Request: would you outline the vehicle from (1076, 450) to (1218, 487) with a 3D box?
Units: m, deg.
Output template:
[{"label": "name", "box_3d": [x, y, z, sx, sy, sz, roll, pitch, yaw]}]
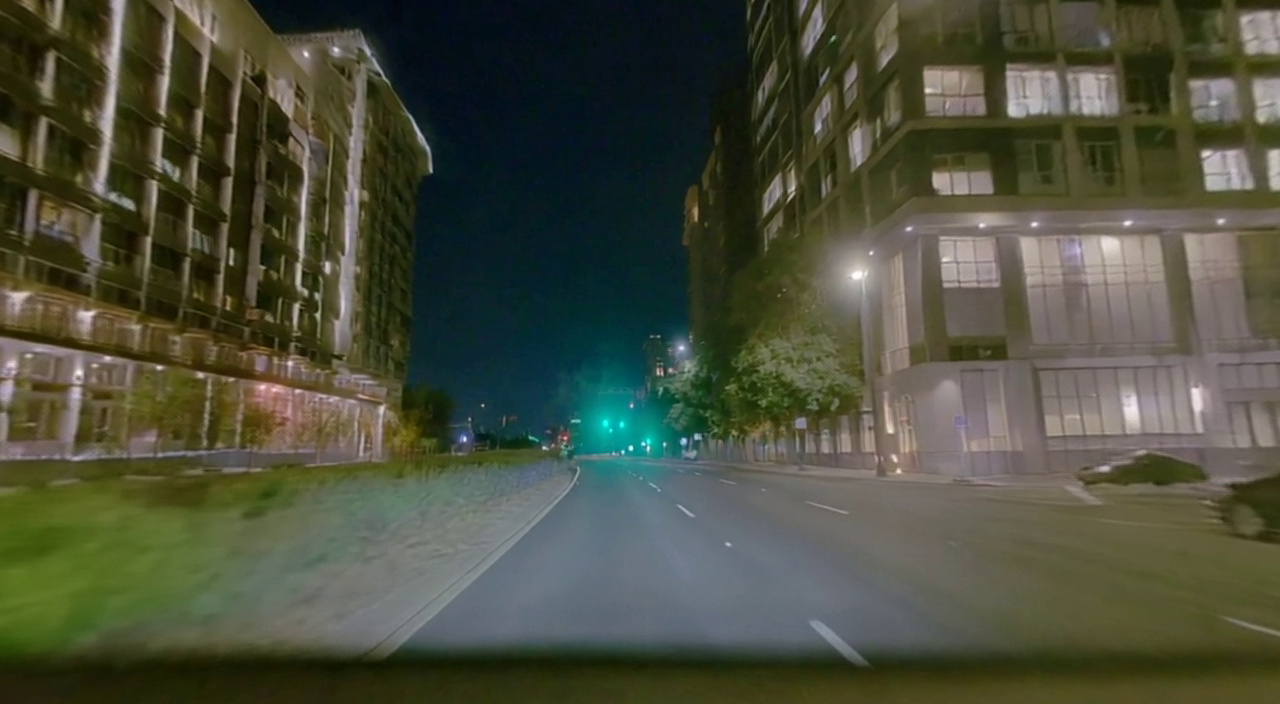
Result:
[{"label": "vehicle", "box_3d": [24.435, 5.589, 30.573, 5.224, 1.678, 2.033, 0, -9, -4]}]
